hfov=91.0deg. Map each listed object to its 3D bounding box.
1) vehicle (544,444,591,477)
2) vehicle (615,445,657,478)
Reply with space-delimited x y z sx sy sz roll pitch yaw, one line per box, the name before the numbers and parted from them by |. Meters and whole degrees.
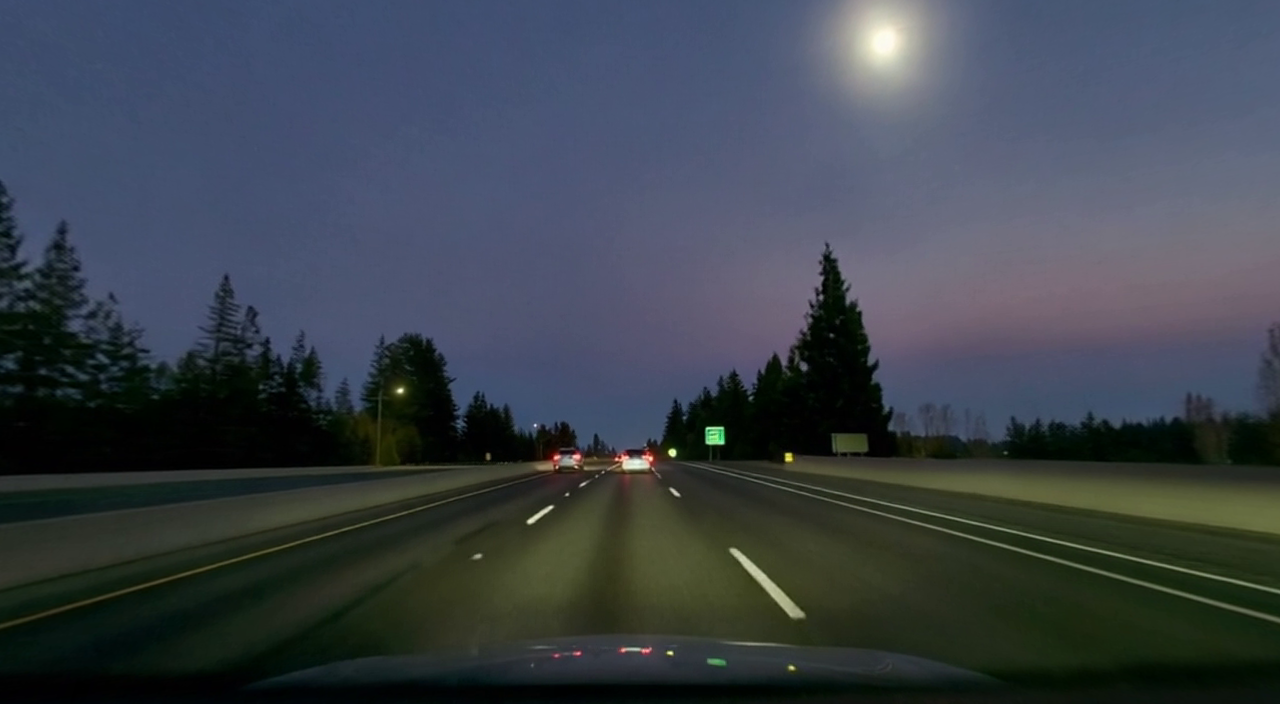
vehicle | -4.040 6.154 35.862 2.130 1.741 4.665 0 -9 0
vehicle | -0.194 5.930 34.301 2.130 1.684 3.826 0 -9 0
